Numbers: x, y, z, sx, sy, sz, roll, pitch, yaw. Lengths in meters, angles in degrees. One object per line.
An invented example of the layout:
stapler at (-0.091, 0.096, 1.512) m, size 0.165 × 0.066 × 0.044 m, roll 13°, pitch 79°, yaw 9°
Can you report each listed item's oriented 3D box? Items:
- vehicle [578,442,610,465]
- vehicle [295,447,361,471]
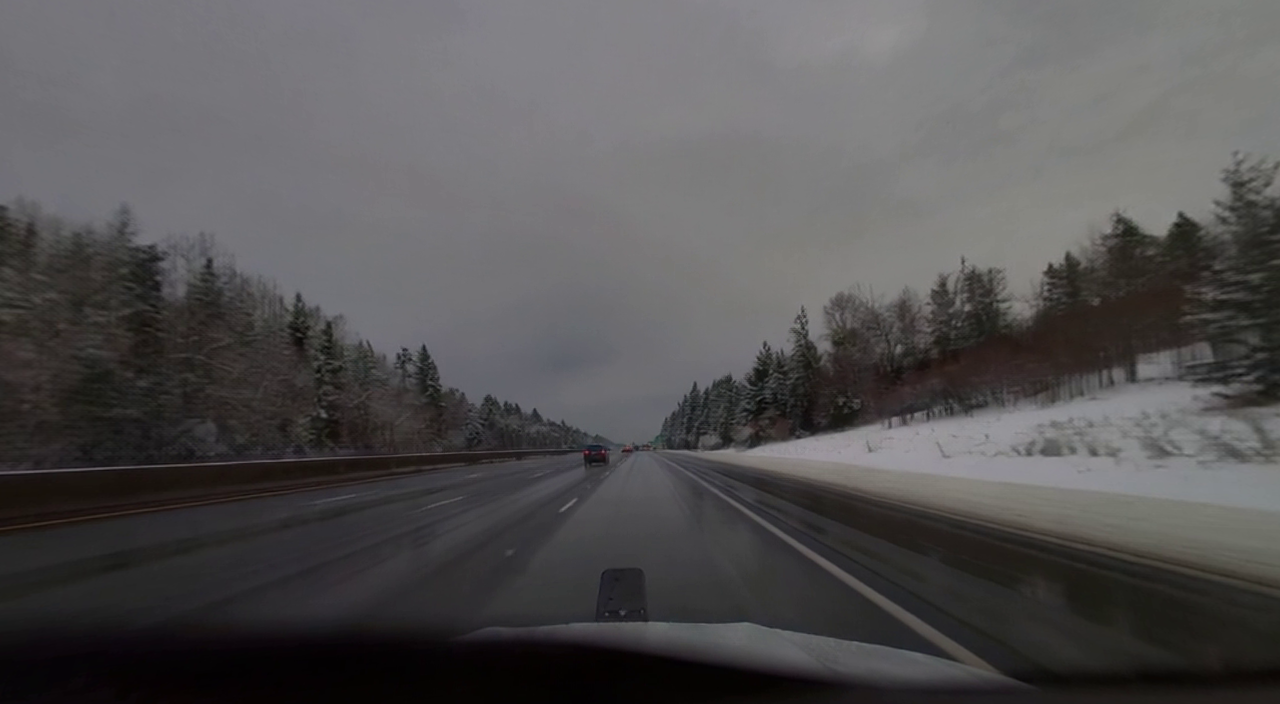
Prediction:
vehicle at (-3.303, 7.397, 46.185) m, size 1.993 × 1.589 × 3.898 m, roll 0°, pitch -8°, yaw 0°
vehicle at (-21.214, 7.278, 43.130) m, size 2.022 × 1.472 × 4.629 m, roll 0°, pitch -8°, yaw 2°
